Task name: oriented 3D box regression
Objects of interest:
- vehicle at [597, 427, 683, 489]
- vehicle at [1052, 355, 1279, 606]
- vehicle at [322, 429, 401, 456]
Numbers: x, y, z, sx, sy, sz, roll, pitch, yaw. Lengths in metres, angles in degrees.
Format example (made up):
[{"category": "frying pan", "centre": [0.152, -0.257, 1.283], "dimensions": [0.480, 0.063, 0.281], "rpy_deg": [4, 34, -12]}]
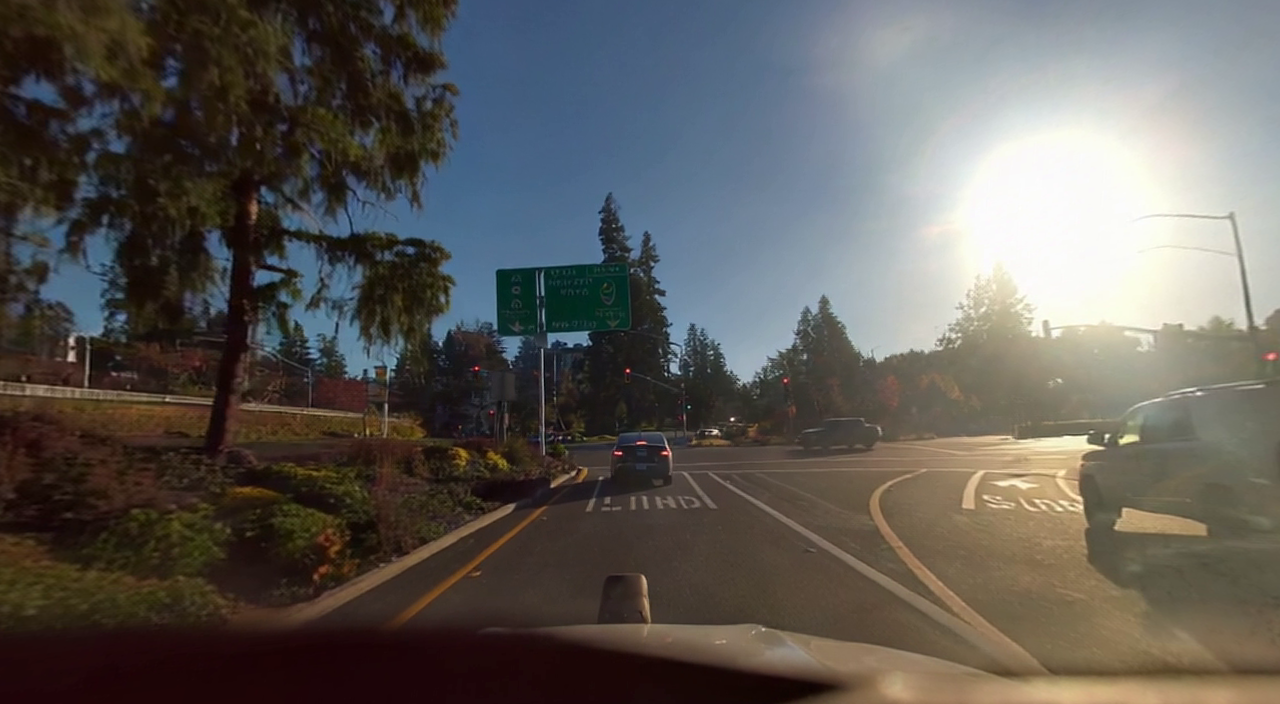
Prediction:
[{"category": "vehicle", "centre": [-0.001, 2.880, 17.447], "dimensions": [2.056, 1.473, 4.380], "rpy_deg": [0, -8, 0]}, {"category": "vehicle", "centre": [6.185, 1.163, 6.015], "dimensions": [2.084, 1.870, 5.068], "rpy_deg": [-2, -9, 13]}, {"category": "vehicle", "centre": [-17.757, 5.785, 40.369], "dimensions": [4.200, 1.639, 1.844], "rpy_deg": [-1, -8, 1]}]
